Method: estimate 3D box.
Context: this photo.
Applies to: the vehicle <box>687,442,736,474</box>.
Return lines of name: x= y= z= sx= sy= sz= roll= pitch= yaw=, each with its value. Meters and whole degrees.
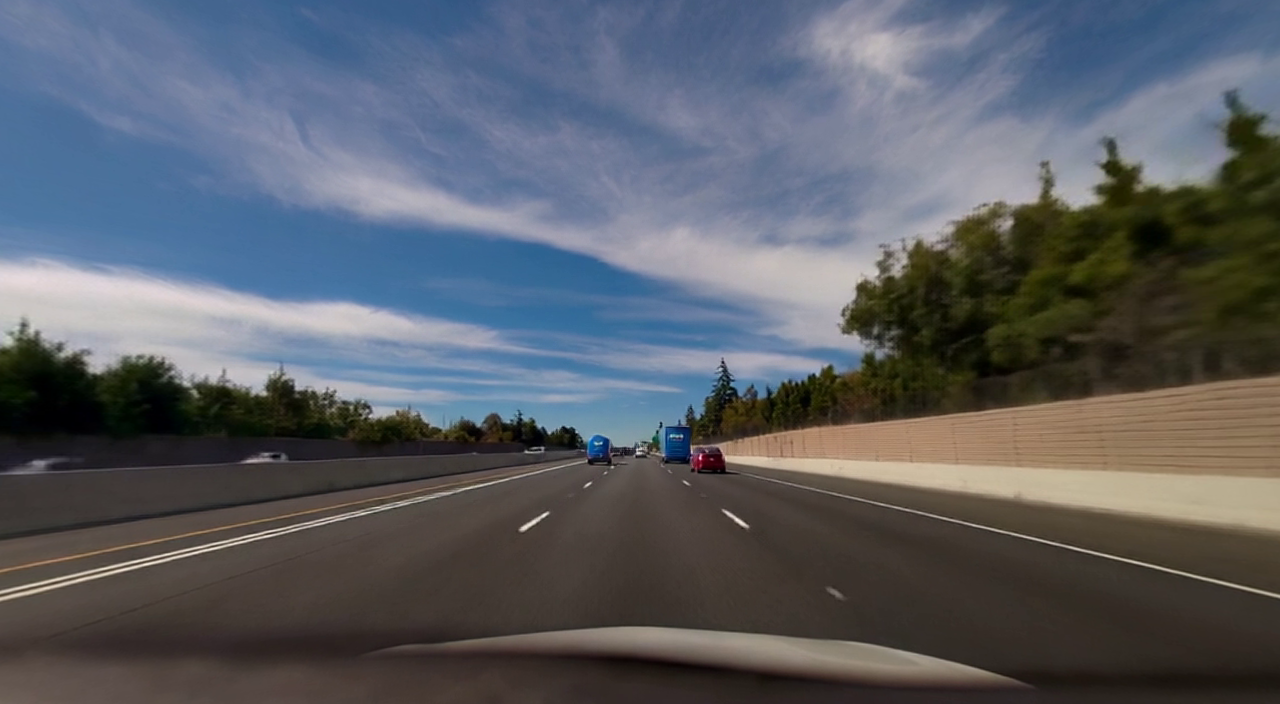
vehicle: x=3.829 y=5.759 z=34.440 sx=2.066 sy=1.638 sz=4.158 roll=0 pitch=-9 yaw=-2

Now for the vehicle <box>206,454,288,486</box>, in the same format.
vehicle: x=-23.286 y=6.974 z=37.615 sx=1.971 sy=1.710 sz=4.493 roll=0 pitch=-9 yaw=1
